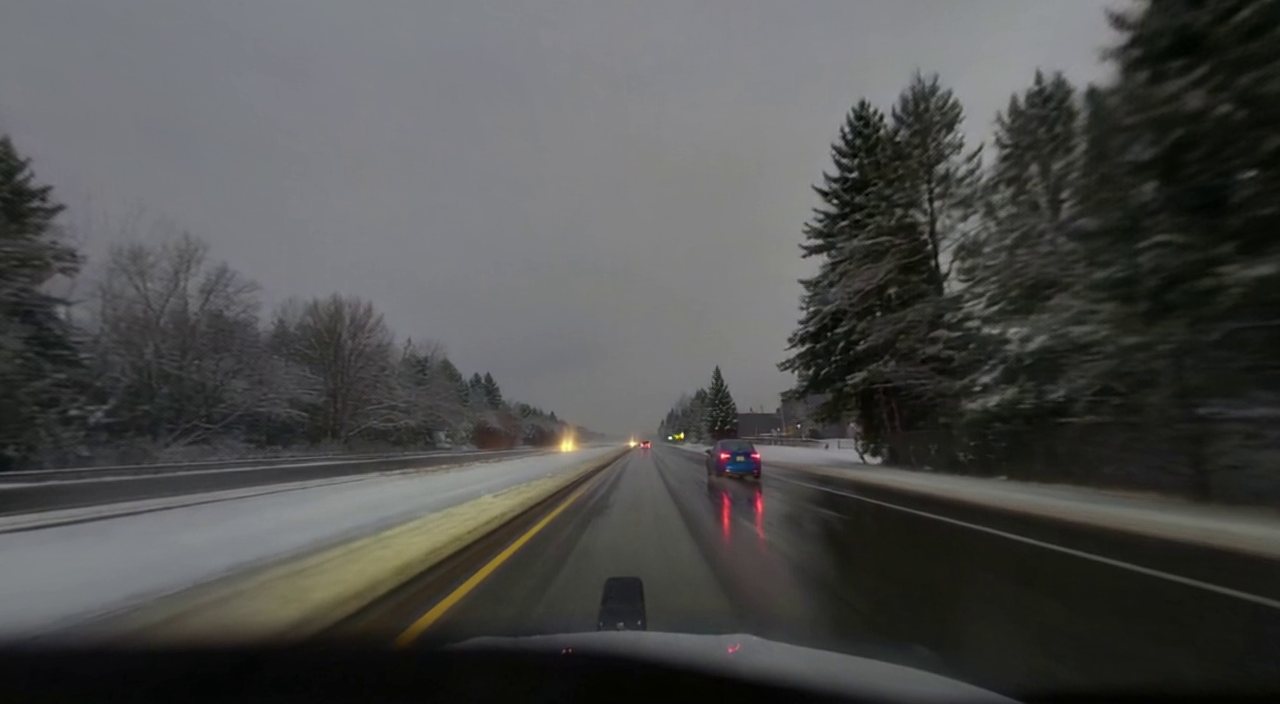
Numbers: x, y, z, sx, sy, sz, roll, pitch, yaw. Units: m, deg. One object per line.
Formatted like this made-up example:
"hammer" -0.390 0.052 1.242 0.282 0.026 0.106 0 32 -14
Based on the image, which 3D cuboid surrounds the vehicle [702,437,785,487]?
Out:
"vehicle" 3.440 3.739 21.702 2.079 1.531 3.997 0 -8 -1
